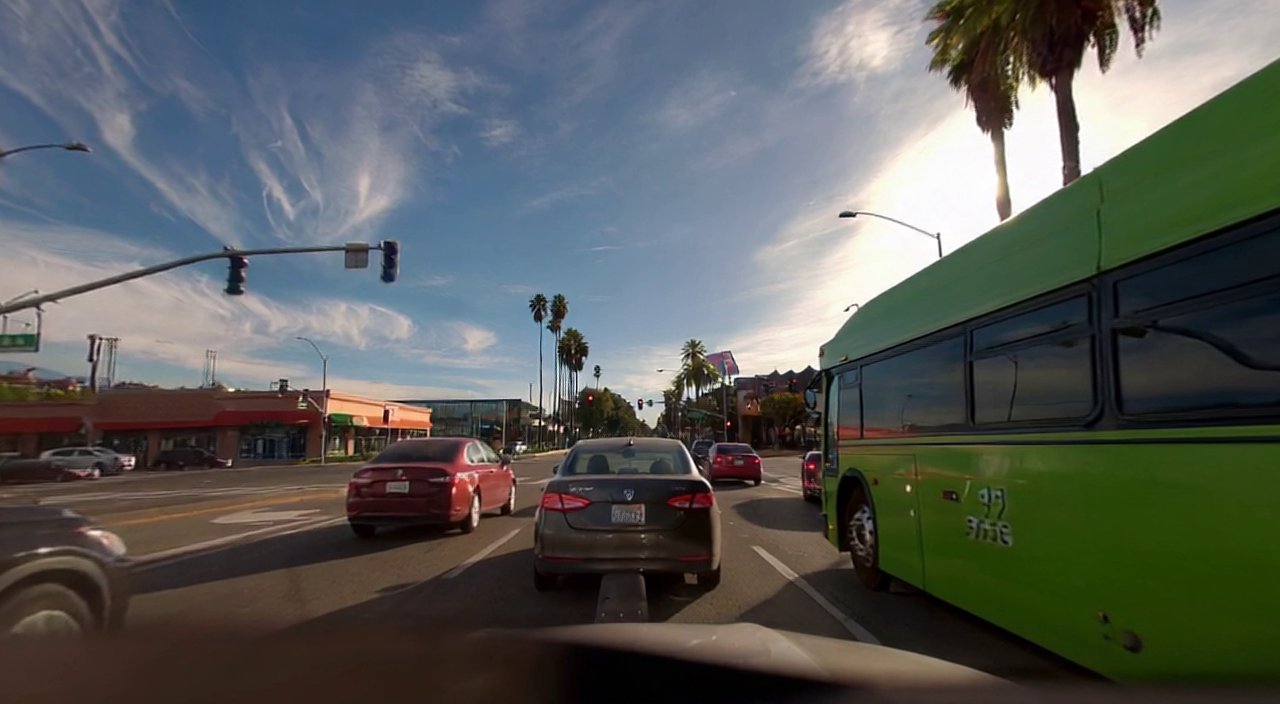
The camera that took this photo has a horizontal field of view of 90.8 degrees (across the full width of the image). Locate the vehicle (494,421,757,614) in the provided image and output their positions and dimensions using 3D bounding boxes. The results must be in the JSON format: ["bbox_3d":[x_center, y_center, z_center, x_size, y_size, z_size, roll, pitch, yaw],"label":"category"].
[{"bbox_3d":[-0.130,1.594,6.960,2.060,1.499,3.831,0,-9,-1],"label":"vehicle"}]

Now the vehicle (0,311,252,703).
[{"bbox_3d":[-3.546,0.609,1.349,2.145,1.824,4.974,0,-9,2],"label":"vehicle"}]

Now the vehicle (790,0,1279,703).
[{"bbox_3d":[3.602,-0.328,2.053,3.068,4.026,13.534,0,-9,1],"label":"vehicle"}]

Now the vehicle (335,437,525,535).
[{"bbox_3d":[-3.490,2.300,11.461,1.919,1.415,4.178,0,-9,2],"label":"vehicle"}]

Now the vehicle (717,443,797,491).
[{"bbox_3d":[3.928,3.938,22.020,1.989,1.467,4.364,0,-9,0],"label":"vehicle"}]
